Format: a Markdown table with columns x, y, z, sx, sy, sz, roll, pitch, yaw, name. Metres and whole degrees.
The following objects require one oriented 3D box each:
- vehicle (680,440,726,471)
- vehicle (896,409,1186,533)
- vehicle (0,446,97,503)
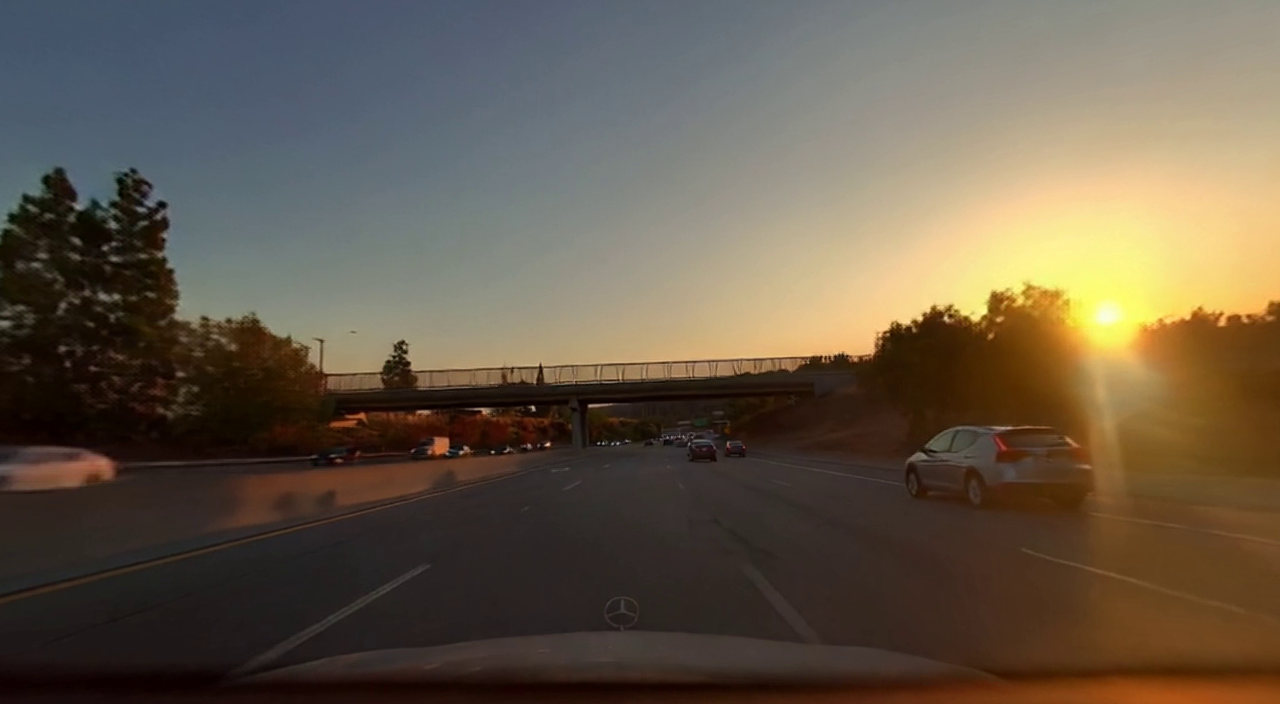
| x | y | z | sx | sy | sz | roll | pitch | yaw | name |
| --- | --- | --- | --- | --- | --- | --- | --- | --- | --- |
| 3.173 | 5.328 | 32.779 | 1.981 | 1.471 | 4.342 | 0 | -9 | 0 | vehicle |
| 6.963 | 2.127 | 11.882 | 2.087 | 1.806 | 4.946 | 0 | -9 | -1 | vehicle |
| -20.496 | 3.900 | 20.316 | 1.986 | 1.730 | 4.558 | 0 | -9 | 0 | vehicle |
